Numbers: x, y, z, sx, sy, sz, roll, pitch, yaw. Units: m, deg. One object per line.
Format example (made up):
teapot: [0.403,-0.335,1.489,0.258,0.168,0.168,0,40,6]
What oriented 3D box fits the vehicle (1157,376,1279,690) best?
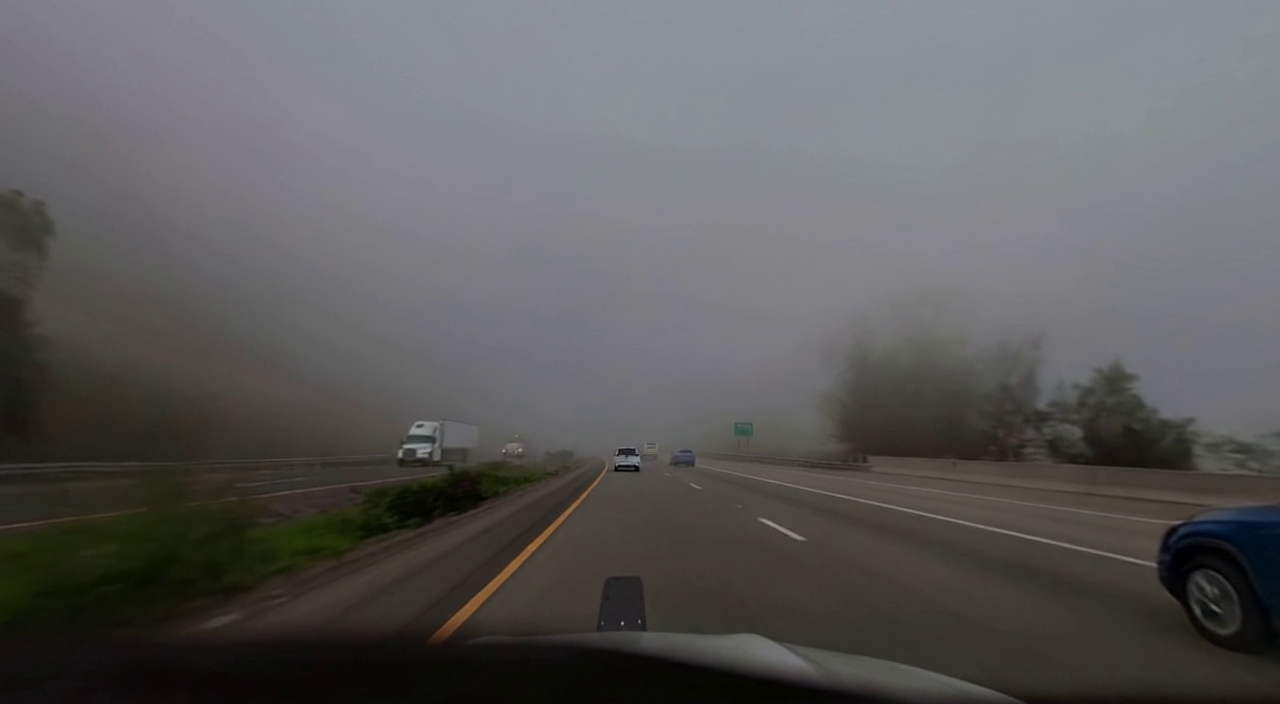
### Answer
vehicle: [4.356,0.745,2.010,2.013,1.623,3.916,0,-9,0]

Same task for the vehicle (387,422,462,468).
vehicle: [-12.618,5.560,37.429,2.320,2.442,6.292,-1,-9,-1]

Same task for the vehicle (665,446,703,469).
vehicle: [3.000,7.257,43.642,2.008,1.504,4.291,1,-9,-4]

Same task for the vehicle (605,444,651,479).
vehicle: [-0.587,5.226,30.222,2.050,1.534,3.771,0,-9,-2]
